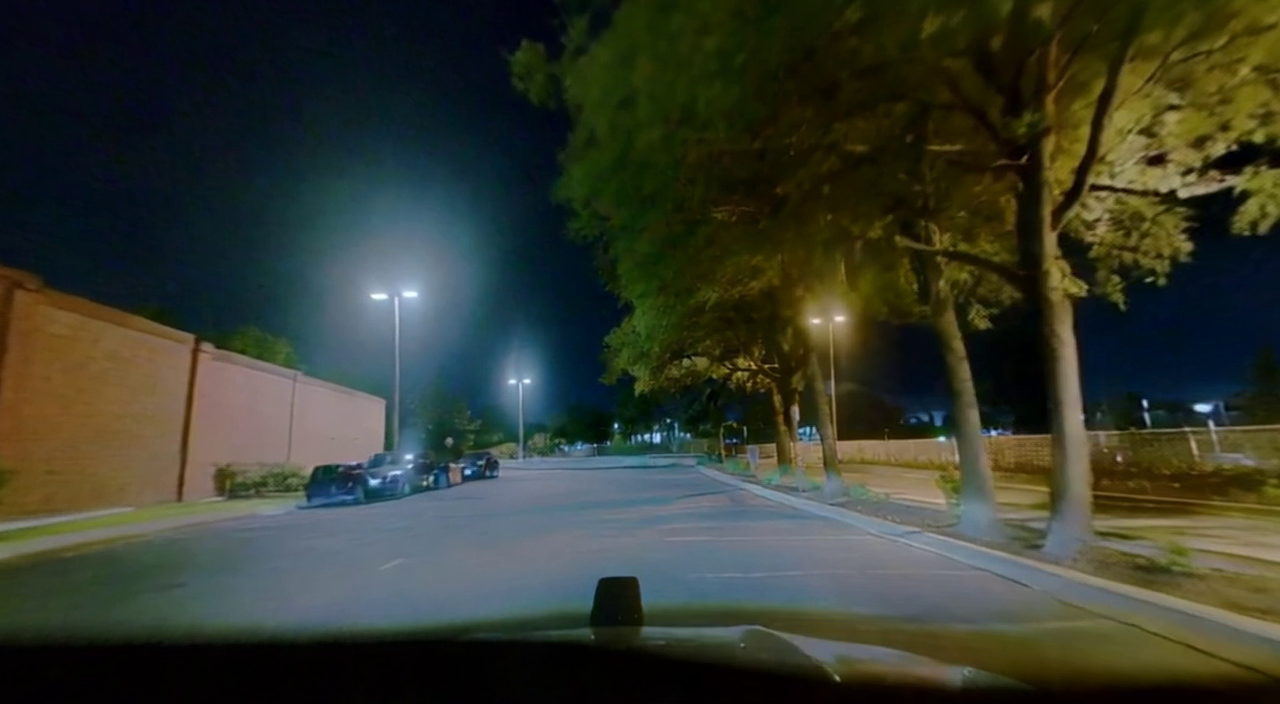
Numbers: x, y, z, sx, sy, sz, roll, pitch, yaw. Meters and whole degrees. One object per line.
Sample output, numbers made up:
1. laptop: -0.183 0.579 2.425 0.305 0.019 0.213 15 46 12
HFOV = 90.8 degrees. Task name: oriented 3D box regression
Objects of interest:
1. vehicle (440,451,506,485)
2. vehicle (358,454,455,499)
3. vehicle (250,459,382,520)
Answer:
1. vehicle: -9.155 6.370 35.060 2.360 1.741 4.912 0 -9 -1
2. vehicle: -8.945 4.776 24.670 2.038 1.525 4.383 0 -8 1
3. vehicle: -9.264 3.923 18.410 1.938 1.191 3.630 -7 -7 -1
